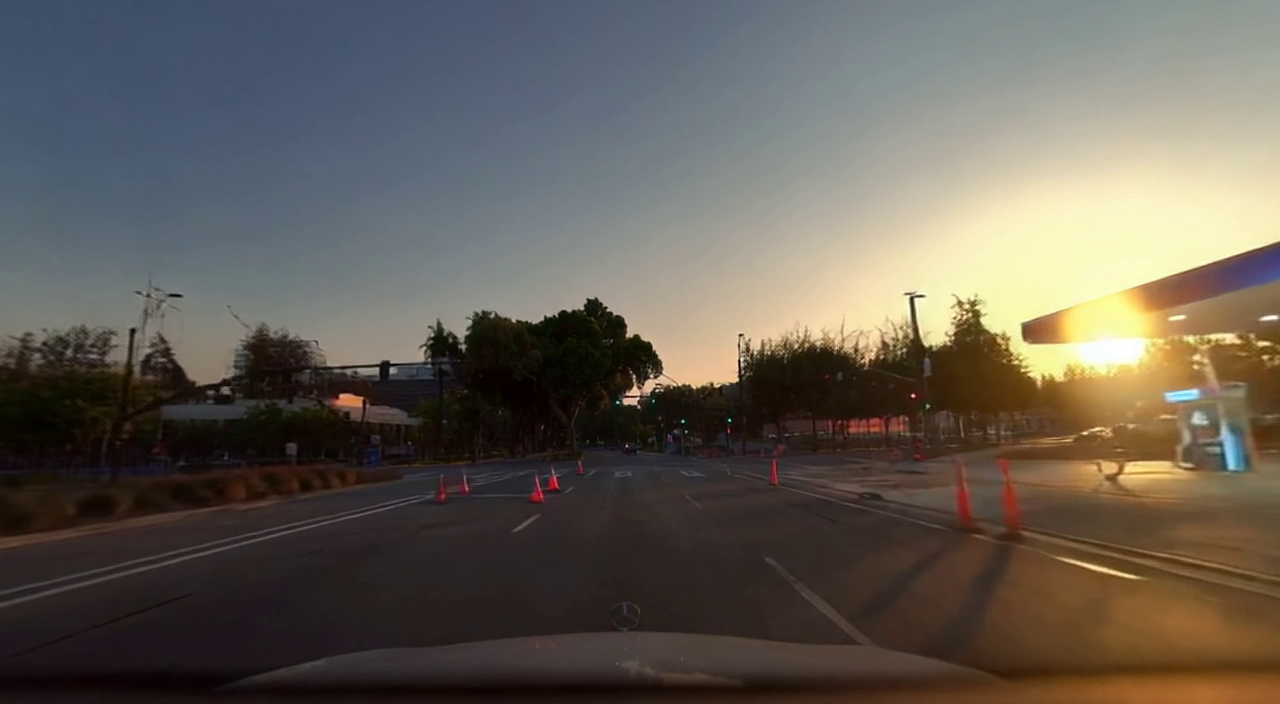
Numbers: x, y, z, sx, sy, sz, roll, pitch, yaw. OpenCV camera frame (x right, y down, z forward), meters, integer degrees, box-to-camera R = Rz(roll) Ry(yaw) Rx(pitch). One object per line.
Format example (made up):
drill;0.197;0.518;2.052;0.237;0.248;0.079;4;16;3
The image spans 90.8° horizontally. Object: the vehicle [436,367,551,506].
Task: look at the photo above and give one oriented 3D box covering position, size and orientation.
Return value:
vehicle;-4.079;2.384;18.162;2.637;3.576;3.006;-2;-7;-1
